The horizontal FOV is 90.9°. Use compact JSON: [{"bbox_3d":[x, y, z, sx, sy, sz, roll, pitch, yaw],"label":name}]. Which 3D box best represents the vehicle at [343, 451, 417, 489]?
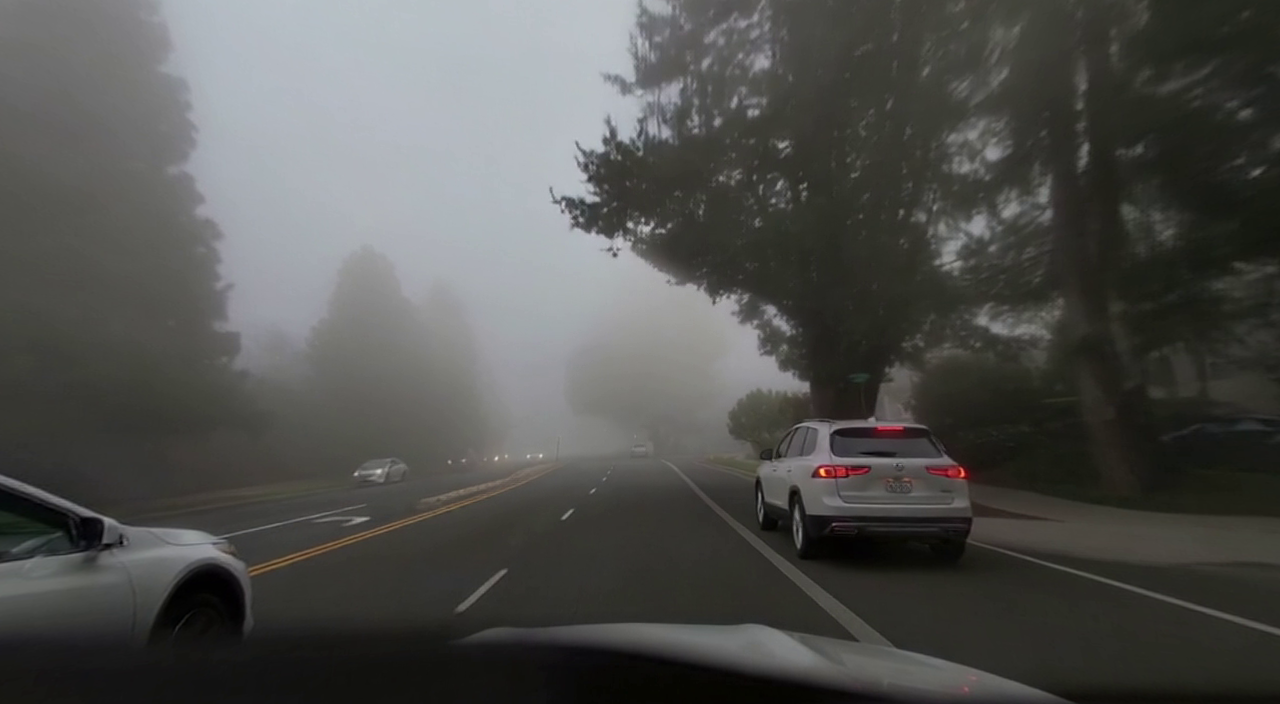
[{"bbox_3d":[-13.072,5.909,32.032,2.002,1.729,4.441,0,-8,-2],"label":"vehicle"}]

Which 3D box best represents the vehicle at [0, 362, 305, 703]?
[{"bbox_3d":[-3.337,0.829,1.975,2.058,1.659,4.514,0,-8,0],"label":"vehicle"}]

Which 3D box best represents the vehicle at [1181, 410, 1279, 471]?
[{"bbox_3d":[16.916,2.362,16.741,1.822,1.496,3.560,0,-8,-1],"label":"vehicle"}]

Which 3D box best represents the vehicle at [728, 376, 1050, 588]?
[{"bbox_3d":[2.820,1.676,9.025,2.338,2.063,5.592,0,-8,0],"label":"vehicle"}]
